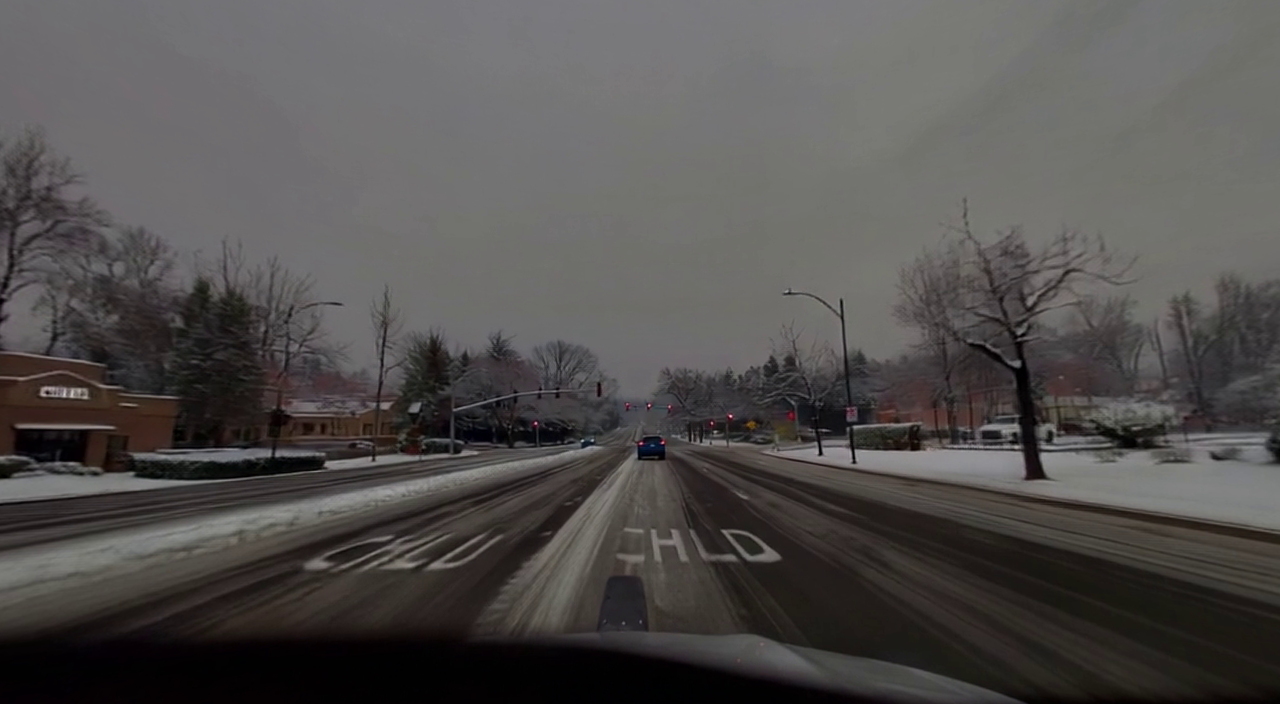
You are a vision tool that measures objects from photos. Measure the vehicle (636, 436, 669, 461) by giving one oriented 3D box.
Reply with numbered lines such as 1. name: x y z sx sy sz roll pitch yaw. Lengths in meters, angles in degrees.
1. vehicle: 0.743 6.200 40.533 2.028 1.478 4.545 0 -8 0

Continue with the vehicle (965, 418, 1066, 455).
1. vehicle: 23.833 5.445 40.481 2.647 2.185 6.556 -1 -8 2
